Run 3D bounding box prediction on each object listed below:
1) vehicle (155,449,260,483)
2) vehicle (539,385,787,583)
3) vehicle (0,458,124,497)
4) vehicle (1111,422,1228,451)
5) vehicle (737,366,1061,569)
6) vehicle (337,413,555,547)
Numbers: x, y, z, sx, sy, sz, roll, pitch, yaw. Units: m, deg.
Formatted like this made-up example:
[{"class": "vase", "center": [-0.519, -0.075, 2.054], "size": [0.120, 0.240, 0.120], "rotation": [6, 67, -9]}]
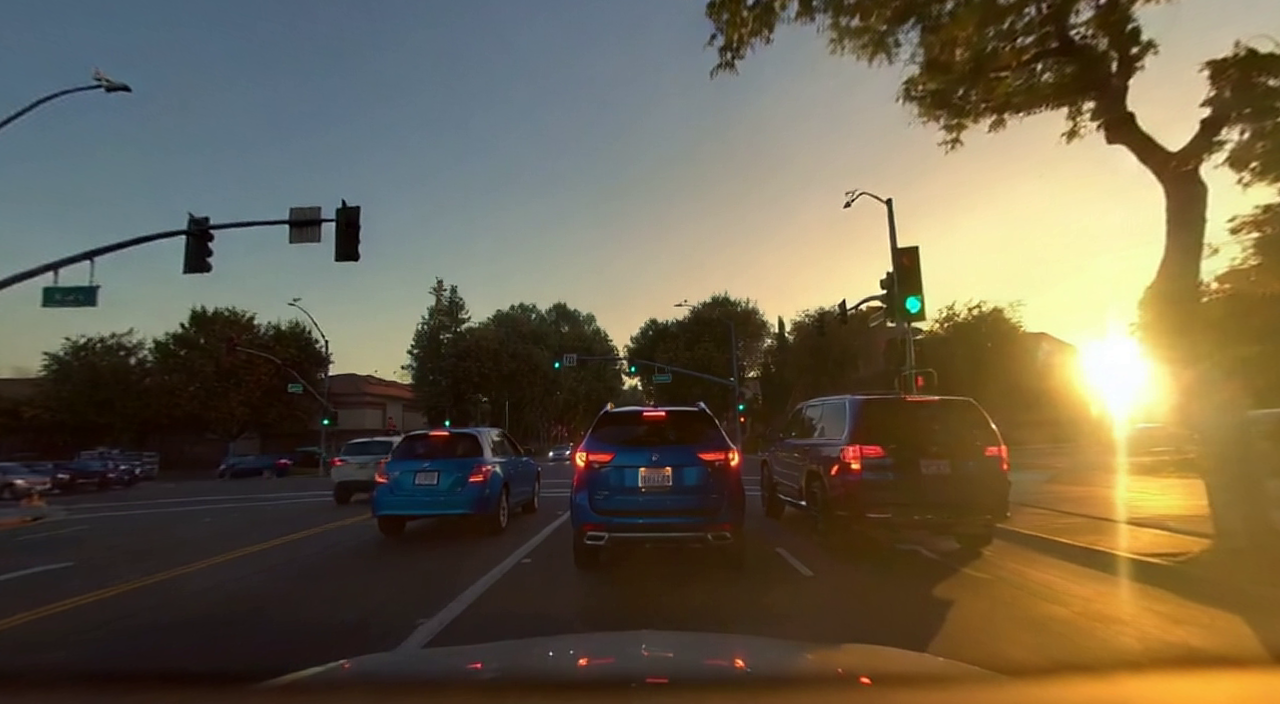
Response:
[{"class": "vehicle", "center": [-22.581, 5.934, 32.986], "size": [4.316, 1.689, 2.108], "rotation": [-3, -9, 15]}, {"class": "vehicle", "center": [0.182, 1.504, 7.883], "size": [2.235, 1.778, 4.178], "rotation": [0, -8, -1]}, {"class": "vehicle", "center": [-24.008, 5.046, 25.540], "size": [4.383, 1.456, 1.999], "rotation": [0, -8, -1]}, {"class": "vehicle", "center": [28.139, 4.513, 33.617], "size": [4.512, 1.444, 1.859], "rotation": [-1, -8, 0]}, {"class": "vehicle", "center": [3.091, 1.593, 9.356], "size": [2.338, 2.063, 5.672], "rotation": [0, -8, 0]}, {"class": "vehicle", "center": [-2.742, 1.938, 10.218], "size": [2.058, 1.659, 4.514], "rotation": [0, -8, 0]}]
